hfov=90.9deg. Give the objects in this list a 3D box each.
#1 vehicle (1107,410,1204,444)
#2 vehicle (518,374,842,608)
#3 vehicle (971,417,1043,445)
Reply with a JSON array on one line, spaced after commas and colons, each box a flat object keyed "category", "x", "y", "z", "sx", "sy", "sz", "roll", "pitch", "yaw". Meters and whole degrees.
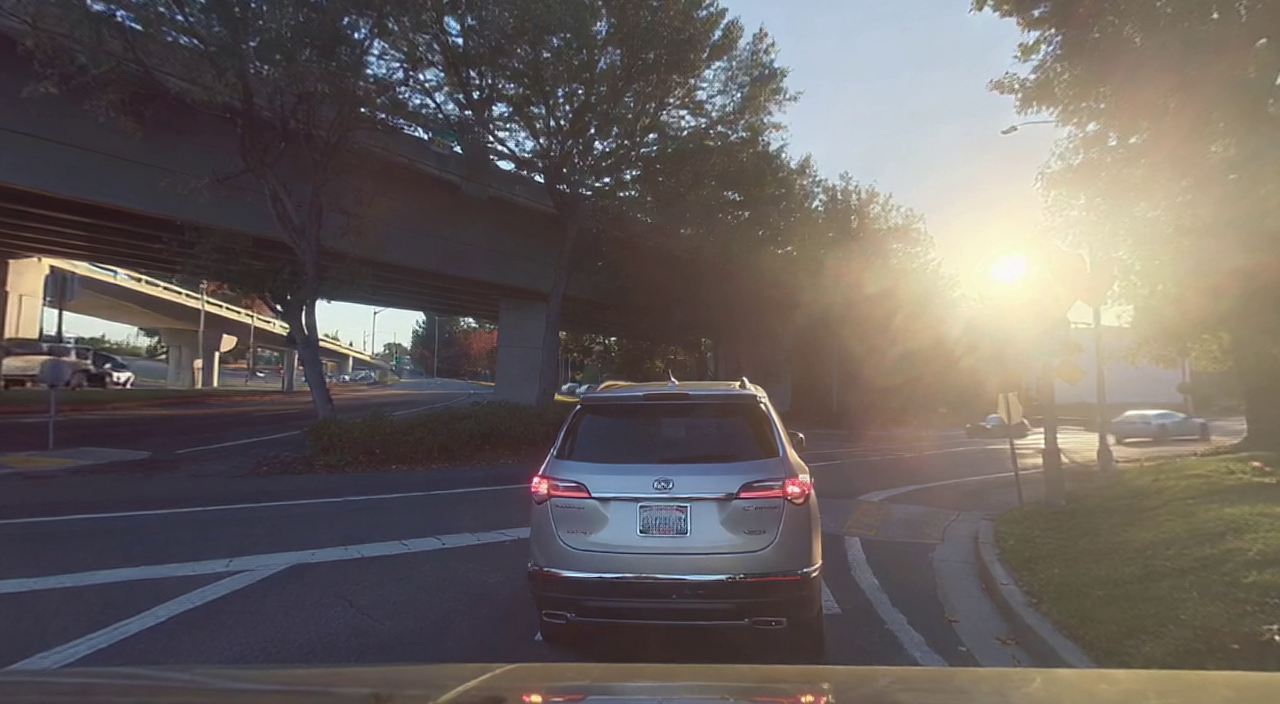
[{"category": "vehicle", "x": 28.775, "y": 4.248, "z": 35.158, "sx": 5.166, "sy": 1.791, "sz": 2.131, "roll": 4, "pitch": -10, "yaw": -27}, {"category": "vehicle", "x": 0.305, "y": 1.401, "z": 7.129, "sx": 2.494, "sy": 1.804, "sz": 4.336, "roll": 0, "pitch": -9, "yaw": 0}, {"category": "vehicle", "x": 24.223, "y": 5.223, "z": 41.621, "sx": 4.557, "sy": 1.712, "sz": 1.913, "roll": 3, "pitch": -8, "yaw": -29}]
